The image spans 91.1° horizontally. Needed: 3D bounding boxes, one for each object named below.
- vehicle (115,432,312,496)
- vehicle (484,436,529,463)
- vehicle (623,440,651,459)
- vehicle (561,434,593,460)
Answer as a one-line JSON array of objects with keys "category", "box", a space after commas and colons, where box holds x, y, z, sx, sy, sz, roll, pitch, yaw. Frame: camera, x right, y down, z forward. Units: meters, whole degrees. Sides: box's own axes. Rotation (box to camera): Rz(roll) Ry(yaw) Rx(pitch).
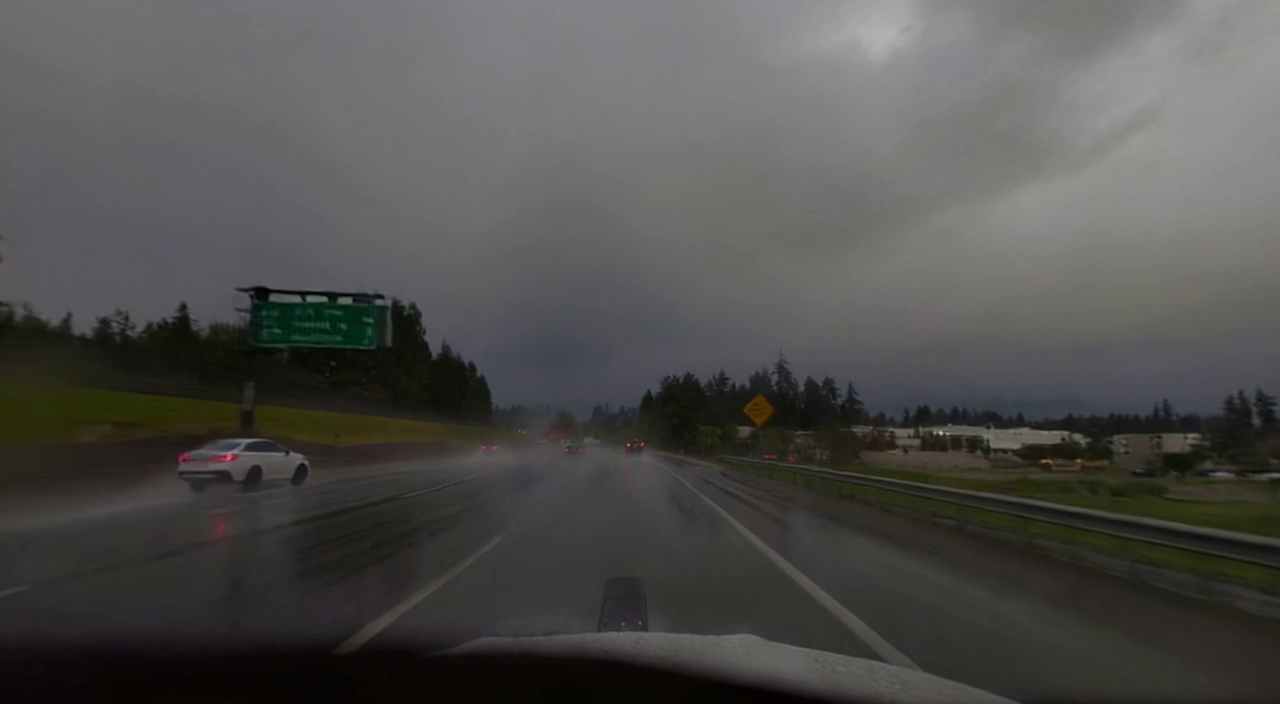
[{"category": "vehicle", "box": [-11.455, 3.028, 17.431, 2.056, 1.489, 4.852, 0, -8, 0]}, {"category": "vehicle", "box": [-8.477, 6.245, 40.293, 2.015, 1.651, 4.432, 0, -8, -2]}, {"category": "vehicle", "box": [-0.281, 7.712, 49.855, 2.060, 1.465, 3.974, 0, -8, -3]}, {"category": "vehicle", "box": [-4.753, 7.223, 47.899, 2.138, 1.833, 4.622, 0, -8, -2]}]
